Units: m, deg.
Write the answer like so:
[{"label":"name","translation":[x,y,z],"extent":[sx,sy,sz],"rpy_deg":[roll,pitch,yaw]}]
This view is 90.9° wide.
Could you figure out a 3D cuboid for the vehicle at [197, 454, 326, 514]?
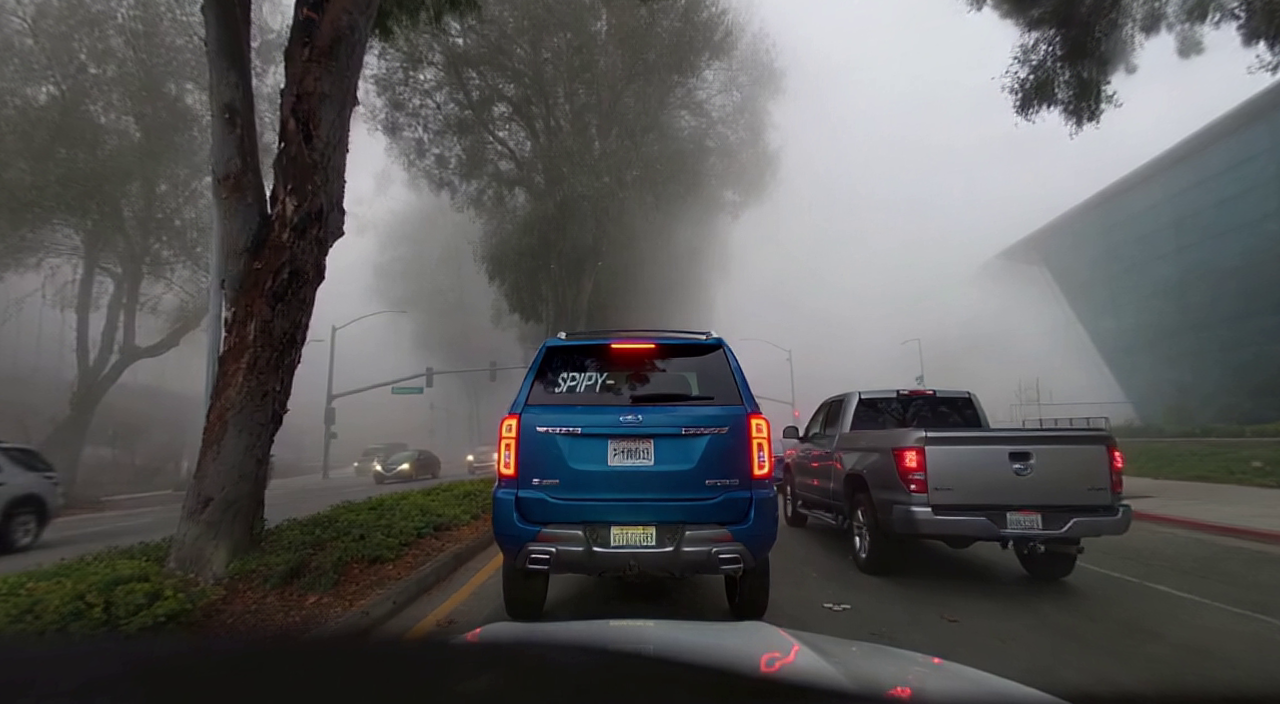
[{"label":"vehicle","translation":[-16.113,5.577,27.224],"extent":[2.637,2.293,4.494],"rpy_deg":[0,-8,1]}]

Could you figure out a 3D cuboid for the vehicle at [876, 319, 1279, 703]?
[{"label":"vehicle","translation":[3.084,0.985,3.486],"extent":[2.022,1.700,4.410],"rpy_deg":[0,-8,3]}]

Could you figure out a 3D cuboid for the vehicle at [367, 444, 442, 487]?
[{"label":"vehicle","translation":[-12.364,5.967,33.472],"extent":[2.111,1.917,4.758],"rpy_deg":[-5,-9,1]}]

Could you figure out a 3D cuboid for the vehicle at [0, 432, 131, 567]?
[{"label":"vehicle","translation":[-10.959,2.253,9.248],"extent":[2.362,2.052,6.109],"rpy_deg":[-2,-8,-6]}]

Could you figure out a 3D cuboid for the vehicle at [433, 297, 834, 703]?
[{"label":"vehicle","translation":[0.017,1.161,5.887],"extent":[2.267,2.372,4.366],"rpy_deg":[0,-8,2]}]
